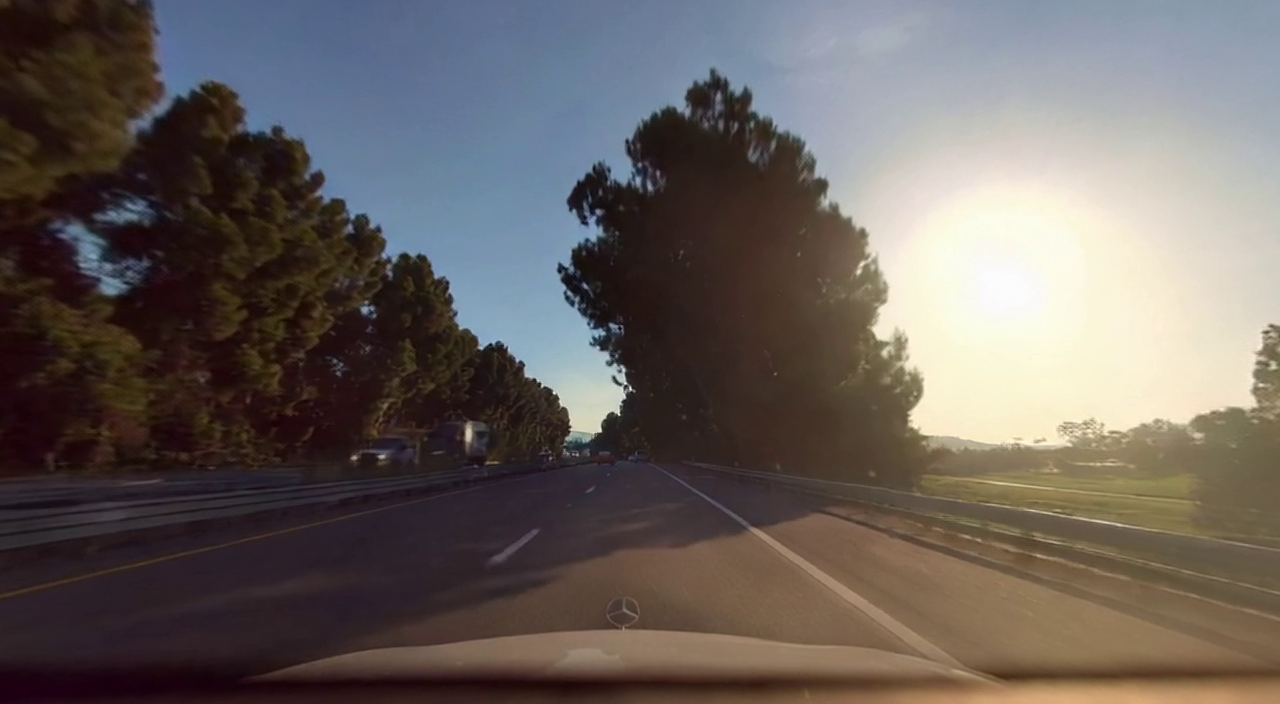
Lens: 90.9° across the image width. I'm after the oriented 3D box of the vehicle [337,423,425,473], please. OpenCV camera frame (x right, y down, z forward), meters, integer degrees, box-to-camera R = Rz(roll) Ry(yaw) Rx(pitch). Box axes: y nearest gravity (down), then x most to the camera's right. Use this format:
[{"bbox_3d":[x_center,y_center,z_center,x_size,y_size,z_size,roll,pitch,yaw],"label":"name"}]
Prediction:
[{"bbox_3d":[-12.313,4.656,30.440,2.060,2.195,5.129,0,-9,0],"label":"vehicle"}]
